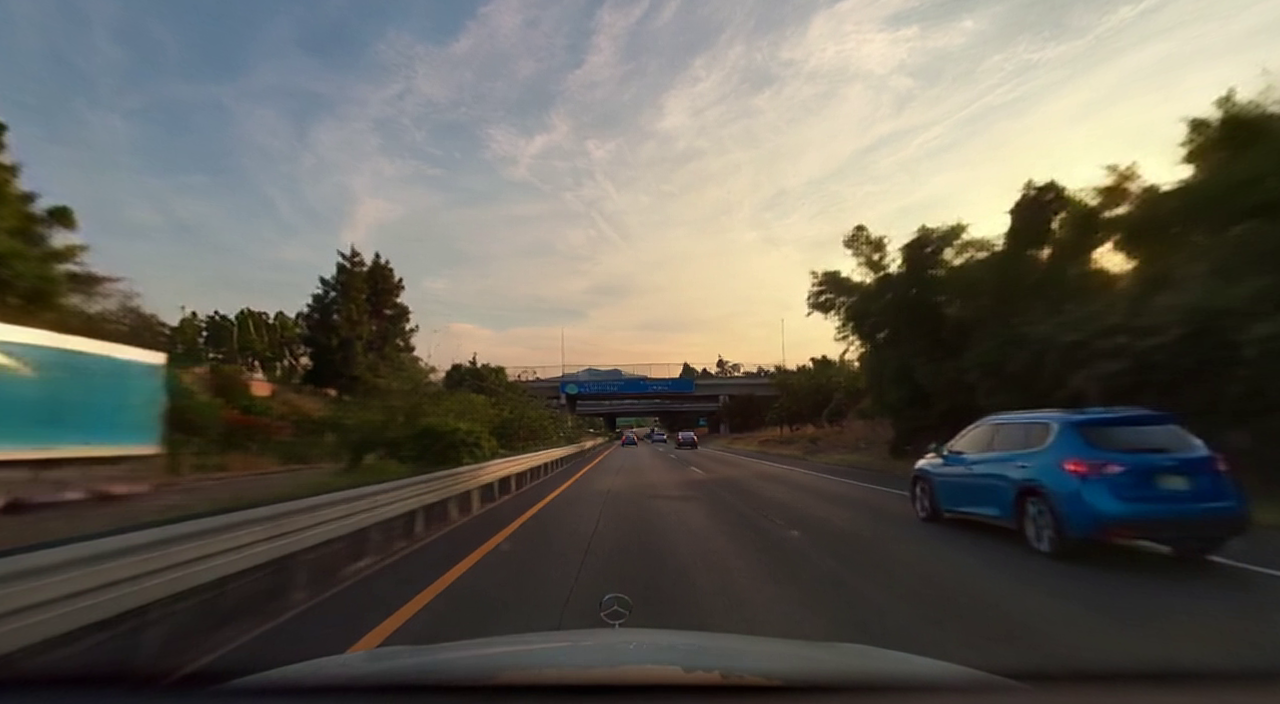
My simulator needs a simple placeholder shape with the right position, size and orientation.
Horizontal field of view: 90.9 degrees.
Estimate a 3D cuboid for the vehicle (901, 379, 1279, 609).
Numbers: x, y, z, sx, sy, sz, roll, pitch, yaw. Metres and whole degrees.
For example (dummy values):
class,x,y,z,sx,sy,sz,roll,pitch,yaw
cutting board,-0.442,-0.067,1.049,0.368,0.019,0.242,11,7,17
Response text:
class,x,y,z,sx,sy,sz,roll,pitch,yaw
vehicle,4.723,1.302,6.668,2.073,1.651,4.065,0,-8,-2
